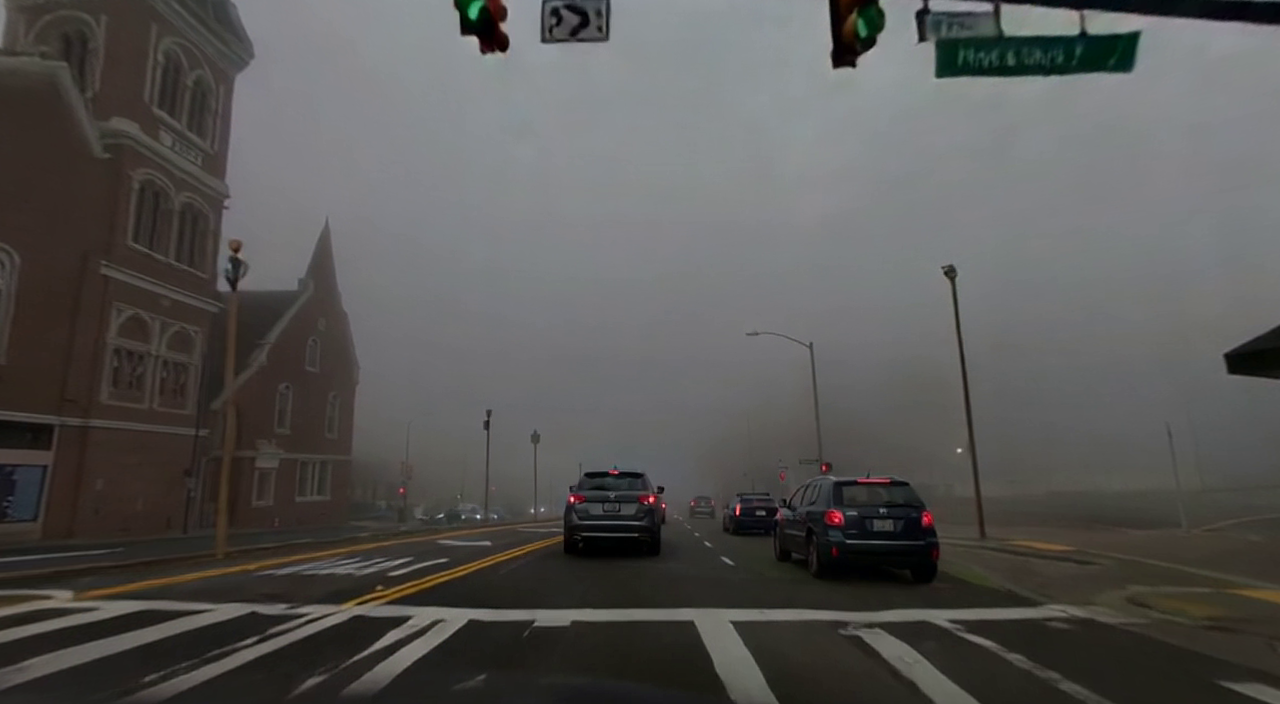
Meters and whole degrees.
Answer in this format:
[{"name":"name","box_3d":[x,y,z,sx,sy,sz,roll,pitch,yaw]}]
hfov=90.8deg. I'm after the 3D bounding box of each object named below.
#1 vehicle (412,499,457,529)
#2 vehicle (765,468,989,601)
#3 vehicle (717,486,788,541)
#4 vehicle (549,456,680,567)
[{"name":"vehicle","box_3d":[-15.754,12.407,48.684,1.901,1.532,4.733,-1,-6,1]},{"name":"vehicle","box_3d":[3.323,2.626,9.955,1.883,1.472,4.471,0,-9,1]},{"name":"vehicle","box_3d":[3.879,5.642,22.423,1.890,1.491,4.166,0,-9,2]},{"name":"vehicle","box_3d":[-0.408,3.004,12.654,2.168,1.776,4.135,0,-9,0]}]
